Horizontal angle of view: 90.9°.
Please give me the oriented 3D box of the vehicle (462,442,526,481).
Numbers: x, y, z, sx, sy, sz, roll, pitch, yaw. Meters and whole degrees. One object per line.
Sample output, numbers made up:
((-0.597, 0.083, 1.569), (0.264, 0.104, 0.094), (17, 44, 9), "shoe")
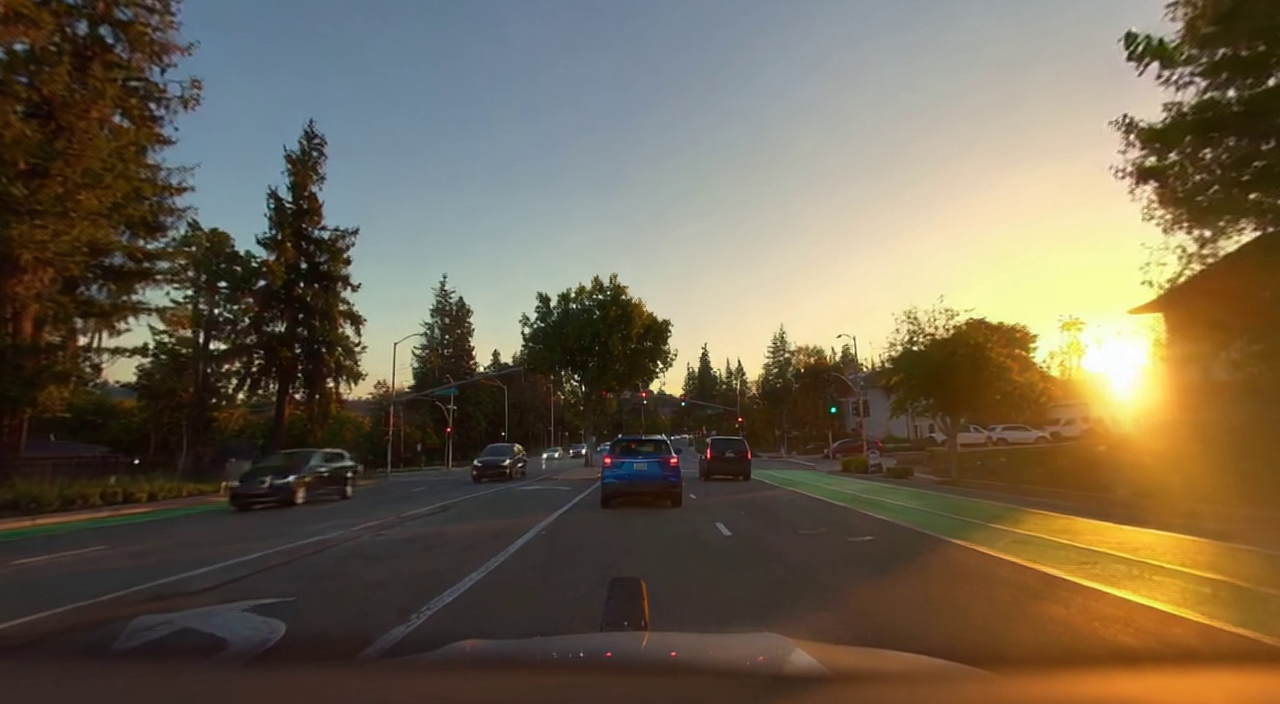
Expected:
((-6.943, 5.237, 30.451), (2.005, 1.729, 4.293), (0, -8, 0), "vehicle")

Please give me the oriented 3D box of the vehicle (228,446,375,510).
((-9.947, 3.692, 19.023), (1.886, 1.666, 4.575), (0, -8, 0), "vehicle")

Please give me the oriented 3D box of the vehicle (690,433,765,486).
((3.231, 4.081, 24.249), (2.189, 1.815, 4.495), (0, -8, 0), "vehicle")

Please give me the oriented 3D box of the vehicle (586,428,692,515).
((-0.012, 2.688, 14.652), (2.109, 1.730, 3.963), (0, -8, 0), "vehicle")
